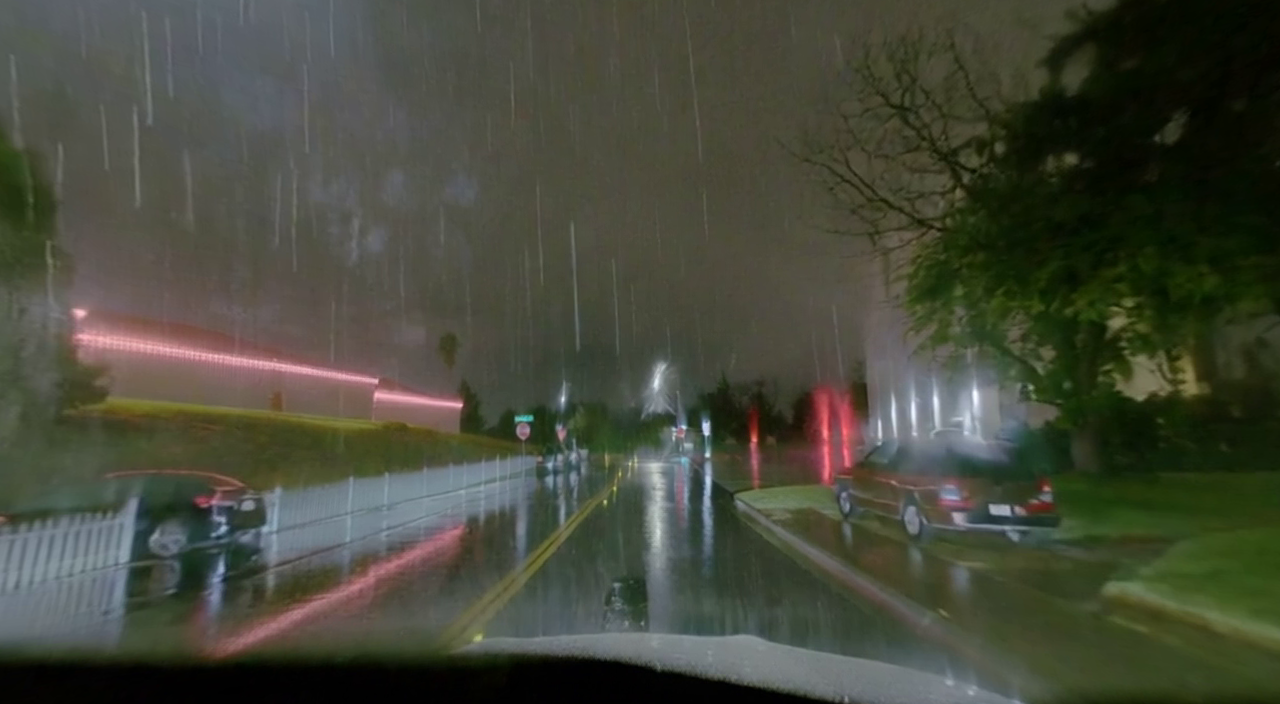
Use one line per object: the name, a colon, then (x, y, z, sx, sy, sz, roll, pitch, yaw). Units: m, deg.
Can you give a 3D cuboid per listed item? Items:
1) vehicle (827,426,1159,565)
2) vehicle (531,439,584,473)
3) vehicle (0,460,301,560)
vehicle: (4.624, 1.954, 9.486, 2.109, 1.500, 5.070, 0, -9, 1)
vehicle: (-5.231, 6.651, 40.805, 2.308, 1.899, 6.107, -1, -8, 3)
vehicle: (-8.621, 2.723, 11.194, 4.063, 1.483, 1.939, -1, -8, -1)
